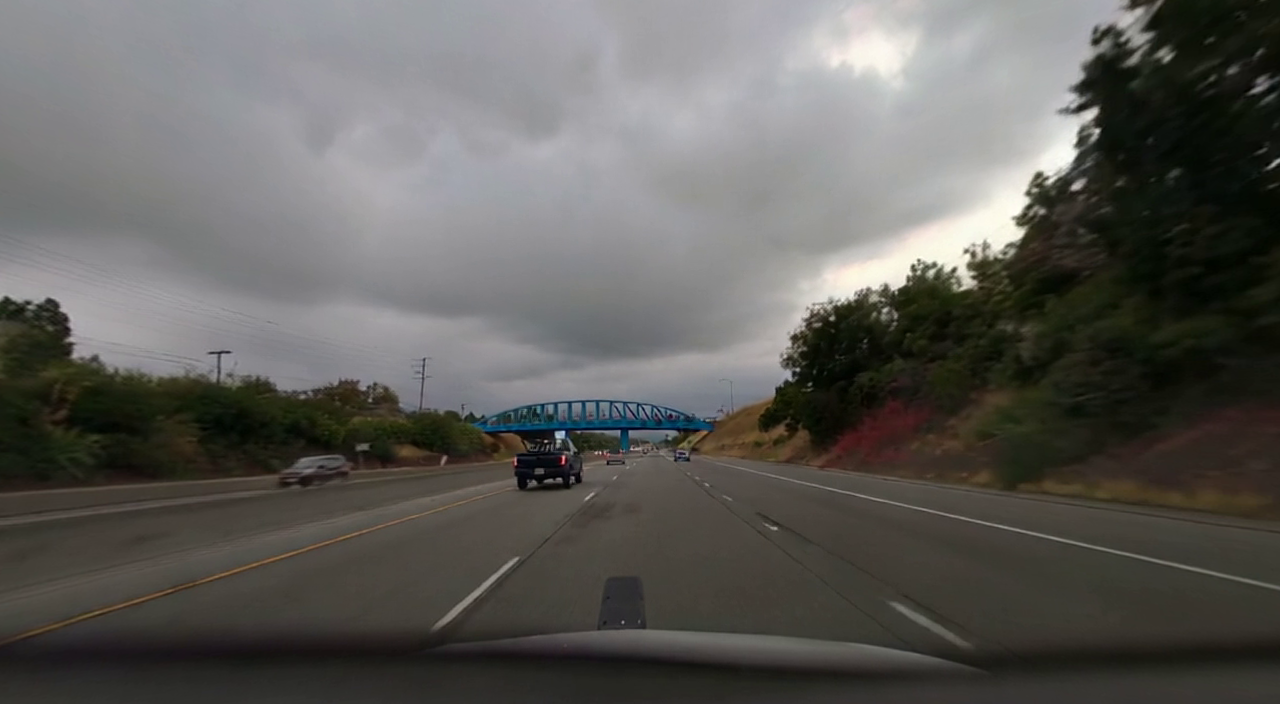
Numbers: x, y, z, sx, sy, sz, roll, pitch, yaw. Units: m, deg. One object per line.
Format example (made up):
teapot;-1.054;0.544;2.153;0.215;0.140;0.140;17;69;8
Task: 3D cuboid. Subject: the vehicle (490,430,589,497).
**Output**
vehicle;-3.207;3.743;21.495;2.369;1.948;5.343;0;-9;1

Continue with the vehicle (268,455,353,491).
vehicle;-16.353;5.991;31.511;1.867;1.572;4.281;0;-9;1
